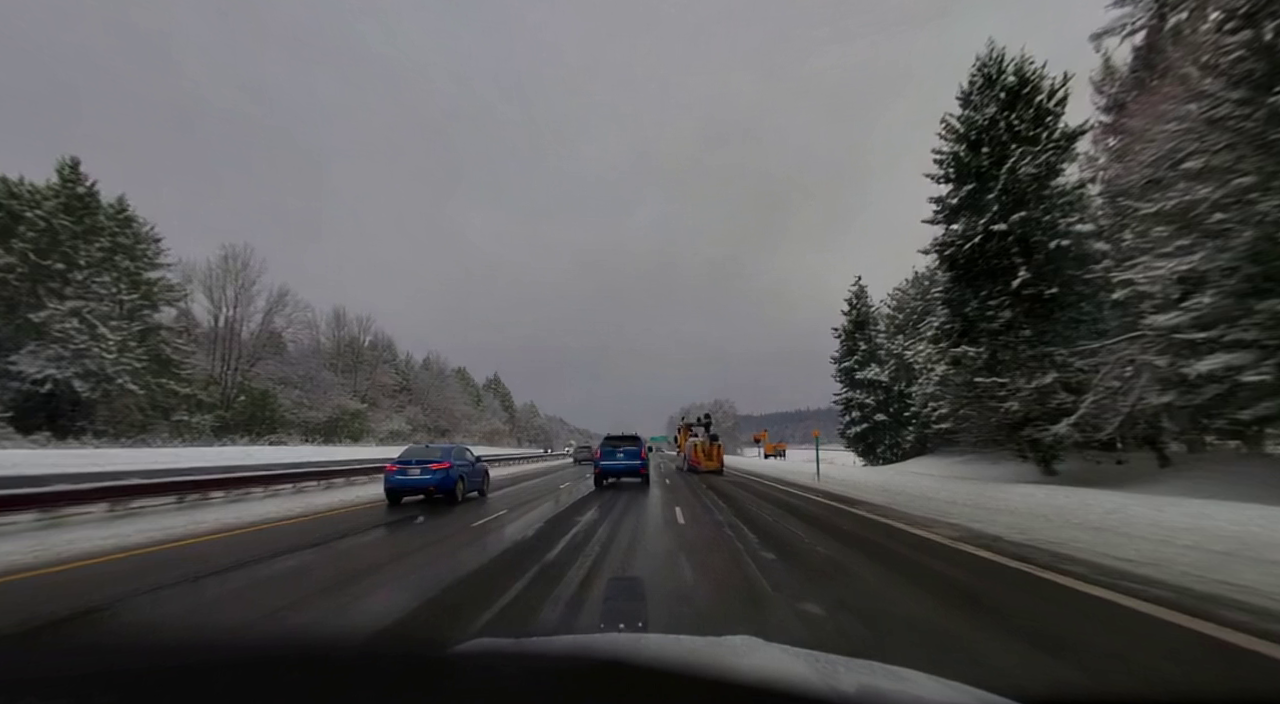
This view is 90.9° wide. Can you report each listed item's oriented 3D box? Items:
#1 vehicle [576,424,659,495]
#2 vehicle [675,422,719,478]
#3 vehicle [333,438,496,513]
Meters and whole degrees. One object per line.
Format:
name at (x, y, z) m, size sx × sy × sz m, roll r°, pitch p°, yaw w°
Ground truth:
vehicle at (-0.582, 3.412, 20.299) m, size 2.308 × 1.993 × 4.631 m, roll 0°, pitch -8°, yaw 2°
vehicle at (4.198, 7.503, 48.643) m, size 2.793 × 3.828 × 9.580 m, roll 0°, pitch -8°, yaw 2°
vehicle at (-5.008, 2.792, 14.819) m, size 2.096 × 1.469 × 4.319 m, roll 0°, pitch -8°, yaw 2°
